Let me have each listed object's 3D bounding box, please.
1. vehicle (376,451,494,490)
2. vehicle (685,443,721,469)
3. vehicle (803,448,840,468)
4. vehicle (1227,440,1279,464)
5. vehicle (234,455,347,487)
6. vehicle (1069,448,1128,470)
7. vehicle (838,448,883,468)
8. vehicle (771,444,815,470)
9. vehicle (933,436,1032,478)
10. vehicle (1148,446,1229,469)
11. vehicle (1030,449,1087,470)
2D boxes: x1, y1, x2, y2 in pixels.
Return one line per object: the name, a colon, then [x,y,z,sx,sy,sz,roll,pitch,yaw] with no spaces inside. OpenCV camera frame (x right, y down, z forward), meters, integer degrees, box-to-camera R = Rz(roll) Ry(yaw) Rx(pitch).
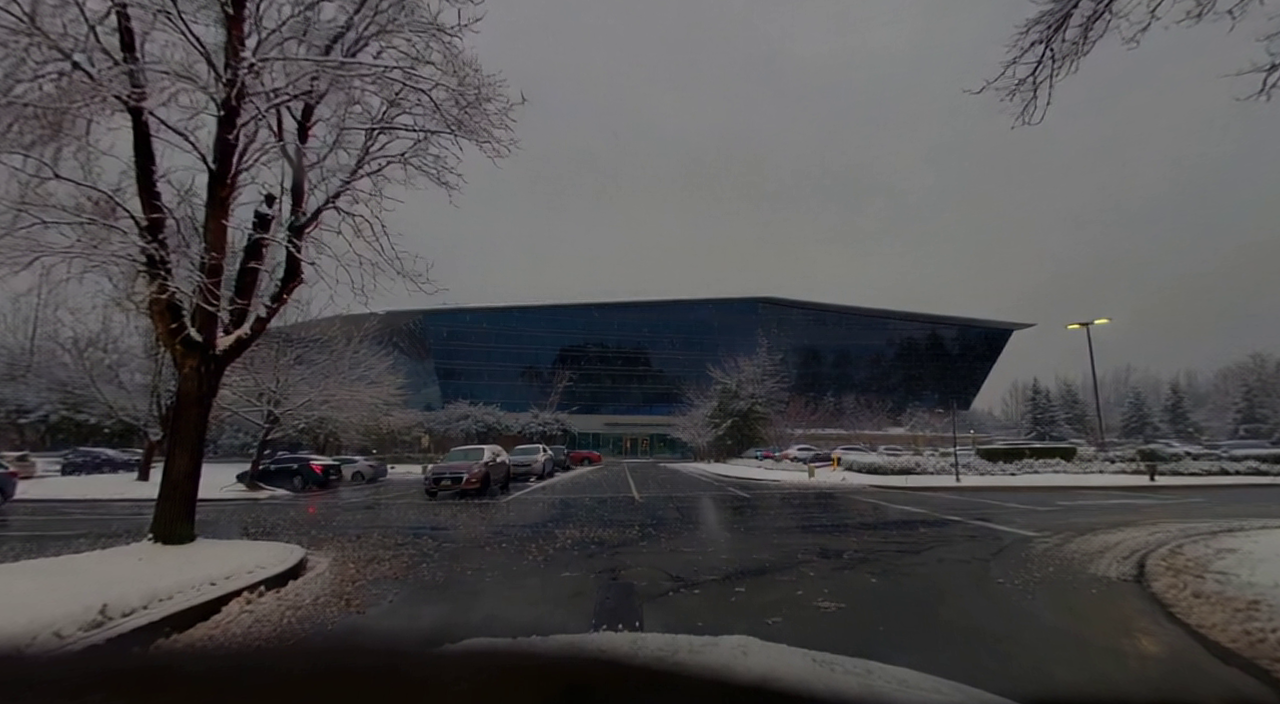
vehicle: [-8.705,4.973,26.907,4.442,1.504,1.809,5,-10,-28]
vehicle: [4.625,7.742,47.272,2.262,1.794,5.331,0,-8,1]
vehicle: [14.202,8.297,49.639,1.935,1.477,3.719,0,-8,3]
vehicle: [43.061,6.814,43.070,1.758,1.572,4.421,0,-8,1]
vehicle: [-16.732,5.690,30.370,4.331,1.437,1.876,0,-8,2]
vehicle: [31.304,7.308,43.249,1.519,1.371,3.278,0,-8,-1]
vehicle: [17.060,8.217,49.073,1.971,1.478,4.477,0,-8,1]
vehicle: [10.530,7.208,43.709,1.936,1.673,4.305,0,-8,0]
vehicle: [16.480,5.066,30.774,2.048,1.852,4.998,0,-8,1]
vehicle: [37.018,7.126,42.806,1.678,1.423,4.191,0,-8,-1]
vehicle: [28.337,7.278,42.866,1.495,1.371,3.336,-1,-9,-2]
